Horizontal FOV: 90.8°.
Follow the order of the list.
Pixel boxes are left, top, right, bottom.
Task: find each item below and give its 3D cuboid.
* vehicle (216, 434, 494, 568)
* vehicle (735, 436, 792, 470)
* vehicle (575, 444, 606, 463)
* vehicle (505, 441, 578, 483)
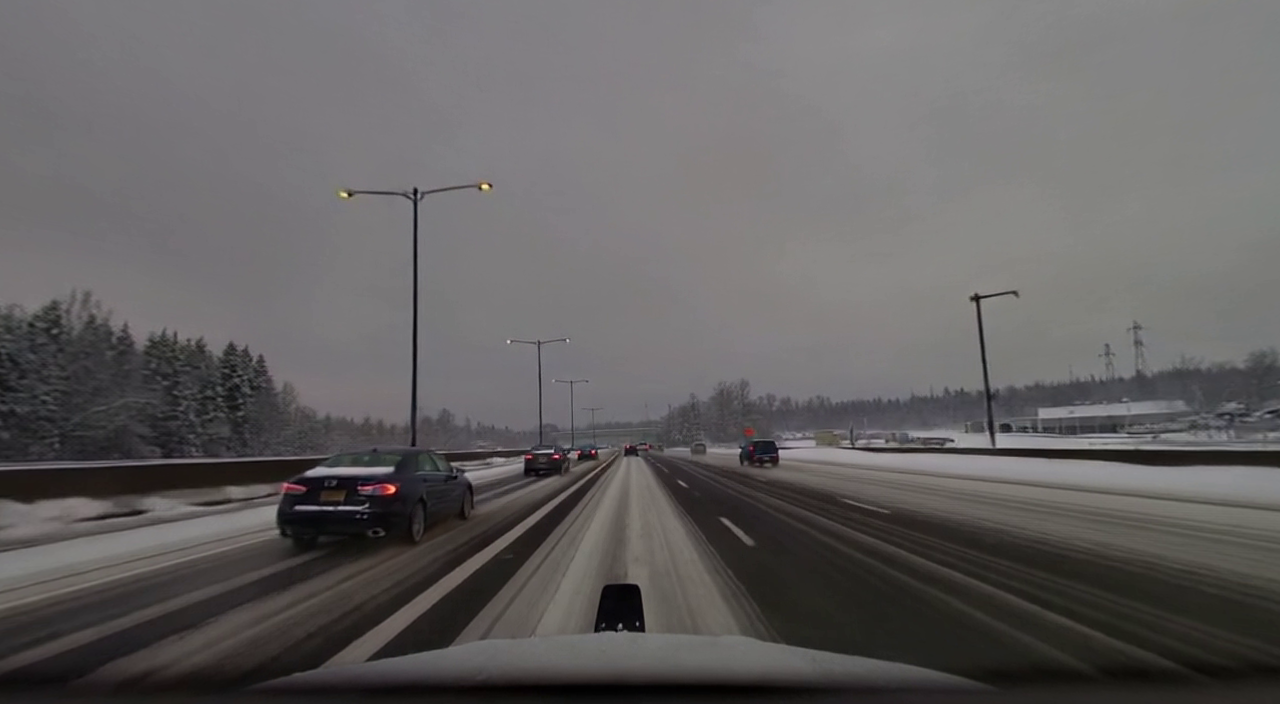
[{"bbox_3d":[-3.586,1.939,9.026,1.959,1.433,4.291,0,-9,0],"label":"vehicle"},{"bbox_3d":[6.833,5.632,35.439,2.147,1.769,4.666,0,-9,-1],"label":"vehicle"},{"bbox_3d":[-3.867,7.985,49.772,2.078,1.464,4.093,0,-9,0],"label":"vehicle"},{"bbox_3d":[-3.719,4.272,24.757,2.047,1.469,4.614,0,-9,1],"label":"vehicle"}]
